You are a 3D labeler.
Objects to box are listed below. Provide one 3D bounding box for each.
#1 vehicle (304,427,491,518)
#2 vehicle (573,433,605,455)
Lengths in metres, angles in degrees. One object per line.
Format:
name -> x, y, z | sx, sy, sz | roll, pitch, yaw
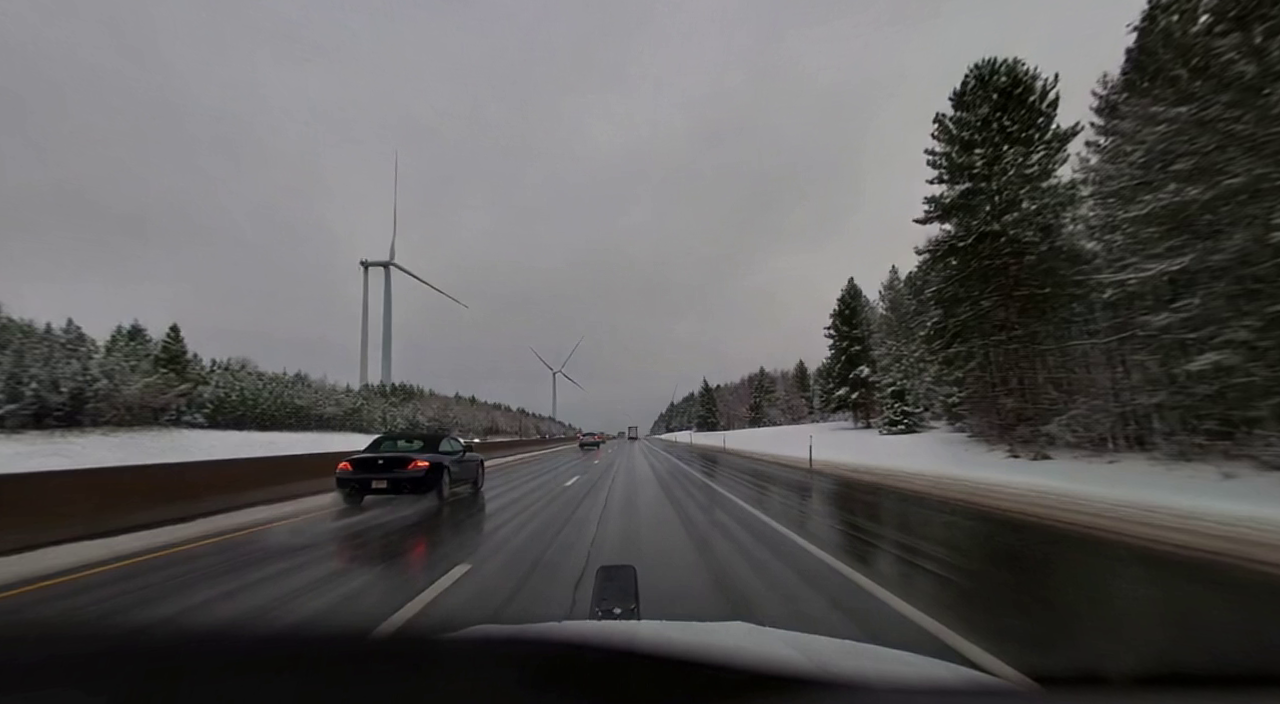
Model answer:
vehicle -> -4.324, 2.187, 12.069 | 1.969, 1.413, 4.194 | 0, -8, -1
vehicle -> -3.538, 6.399, 44.123 | 2.024, 1.456, 3.754 | 0, -8, -1
